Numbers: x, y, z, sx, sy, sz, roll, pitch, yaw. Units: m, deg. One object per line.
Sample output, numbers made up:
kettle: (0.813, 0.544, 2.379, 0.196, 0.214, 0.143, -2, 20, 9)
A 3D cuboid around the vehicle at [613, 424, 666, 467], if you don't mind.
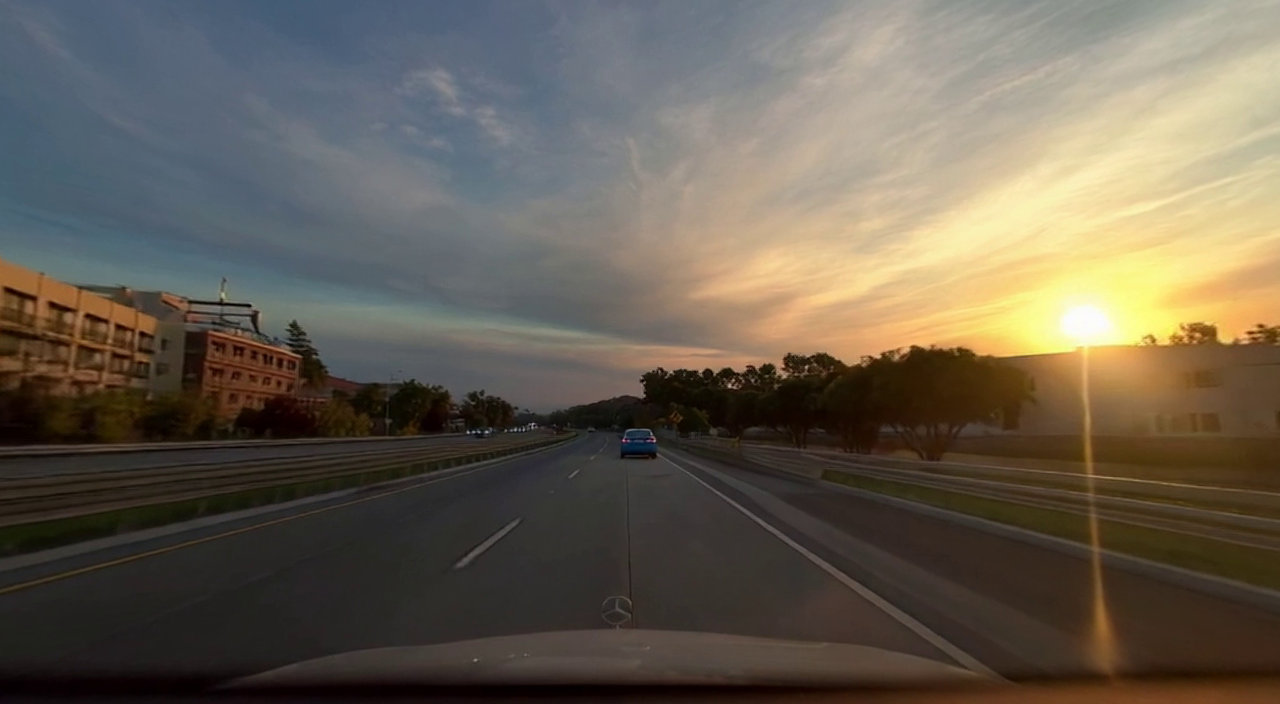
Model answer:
vehicle: (-0.088, 3.854, 26.158, 2.020, 1.633, 3.942, 0, -8, -2)
